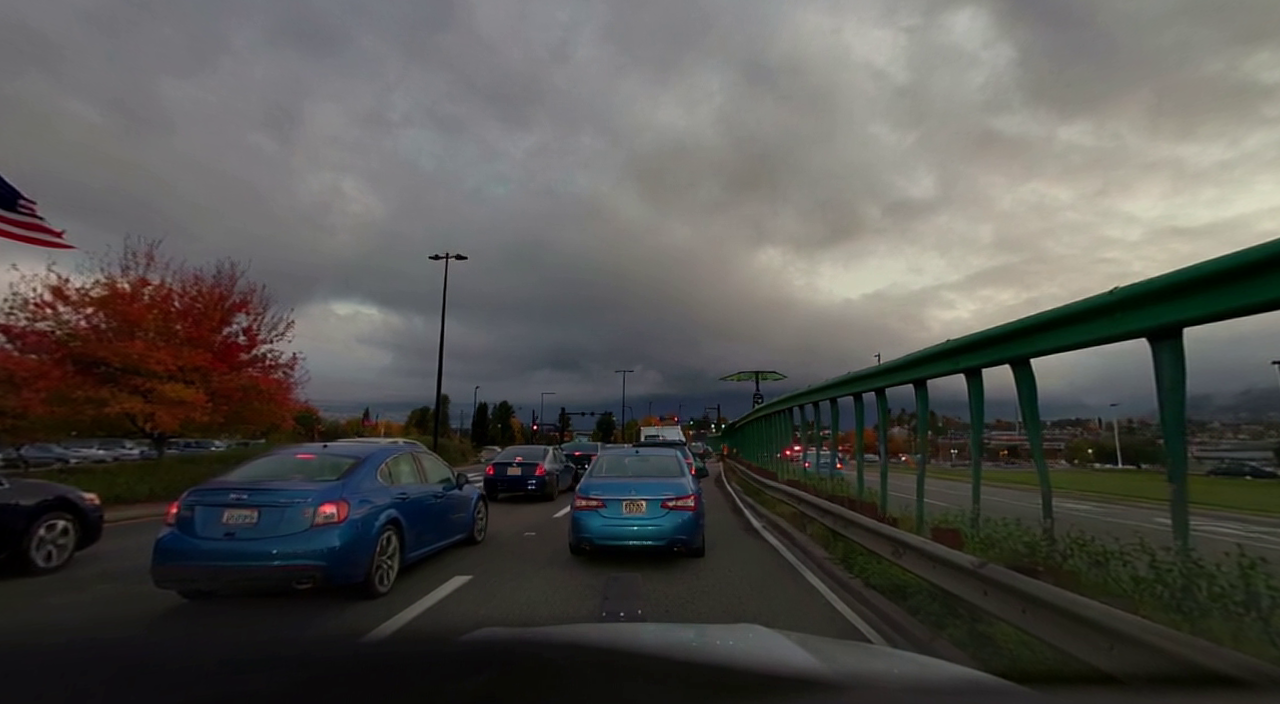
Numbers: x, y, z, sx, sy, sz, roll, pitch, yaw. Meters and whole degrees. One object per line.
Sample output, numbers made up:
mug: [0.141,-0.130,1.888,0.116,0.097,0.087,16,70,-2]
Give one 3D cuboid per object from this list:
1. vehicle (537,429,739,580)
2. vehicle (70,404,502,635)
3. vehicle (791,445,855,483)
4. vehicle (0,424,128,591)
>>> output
vehicle: [0.091,1.901,8.703,2.090,1.506,4.276,0,-9,3]
vehicle: [-3.047,1.529,6.752,1.988,1.635,4.260,0,-9,3]
vehicle: [8.454,5.203,29.532,2.011,1.610,4.568,0,-9,5]
vehicle: [-6.930,1.295,4.974,2.121,1.510,4.244,0,-9,1]
